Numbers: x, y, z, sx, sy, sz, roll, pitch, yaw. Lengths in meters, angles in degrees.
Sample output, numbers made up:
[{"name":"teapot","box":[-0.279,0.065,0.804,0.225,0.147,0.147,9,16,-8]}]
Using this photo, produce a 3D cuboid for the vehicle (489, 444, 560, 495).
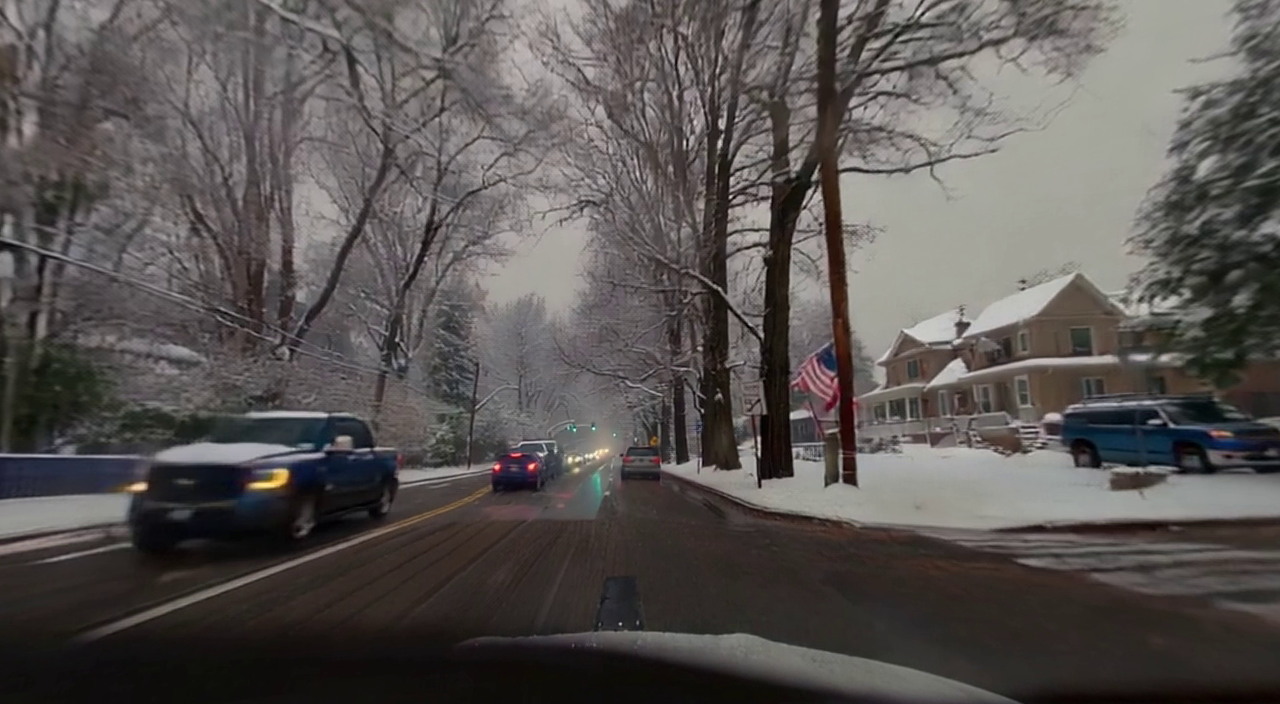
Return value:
[{"name":"vehicle","box":[-3.782,3.907,21.479,1.919,1.501,4.509,1,-9,-5]}]

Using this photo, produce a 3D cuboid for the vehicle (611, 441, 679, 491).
[{"name":"vehicle","box":[0.073,4.223,23.813,2.258,1.682,4.635,0,-9,-3]}]

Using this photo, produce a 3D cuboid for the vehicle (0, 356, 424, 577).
[{"name":"vehicle","box":[-6.648,1.965,11.725,2.920,2.707,7.670,0,-9,-3]}]

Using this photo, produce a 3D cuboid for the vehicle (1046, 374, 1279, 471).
[{"name":"vehicle","box":[16.170,2.209,19.181,6.115,2.590,2.371,-6,-10,35]}]
